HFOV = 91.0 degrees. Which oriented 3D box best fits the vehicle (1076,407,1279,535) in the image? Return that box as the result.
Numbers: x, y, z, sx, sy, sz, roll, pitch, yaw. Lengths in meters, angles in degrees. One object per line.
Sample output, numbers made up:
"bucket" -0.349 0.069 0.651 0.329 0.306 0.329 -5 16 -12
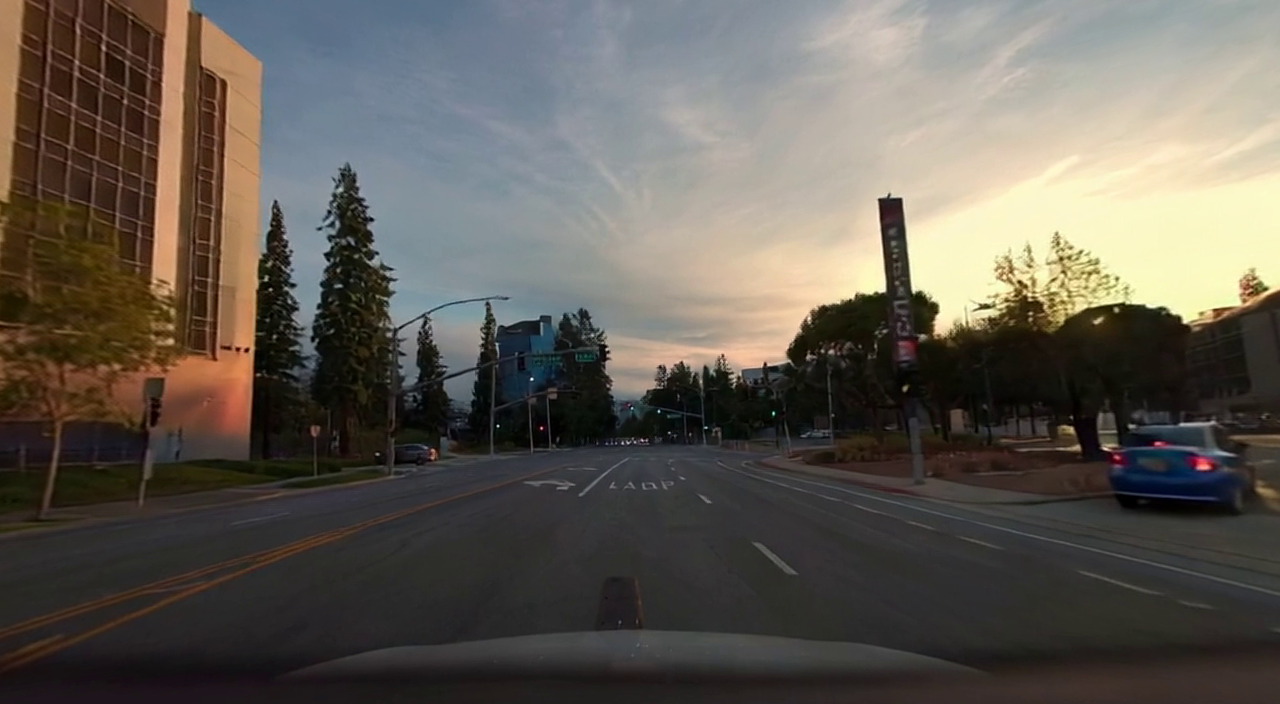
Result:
"vehicle" 10.191 2.021 11.163 4.635 1.821 2.087 5 -10 -30
